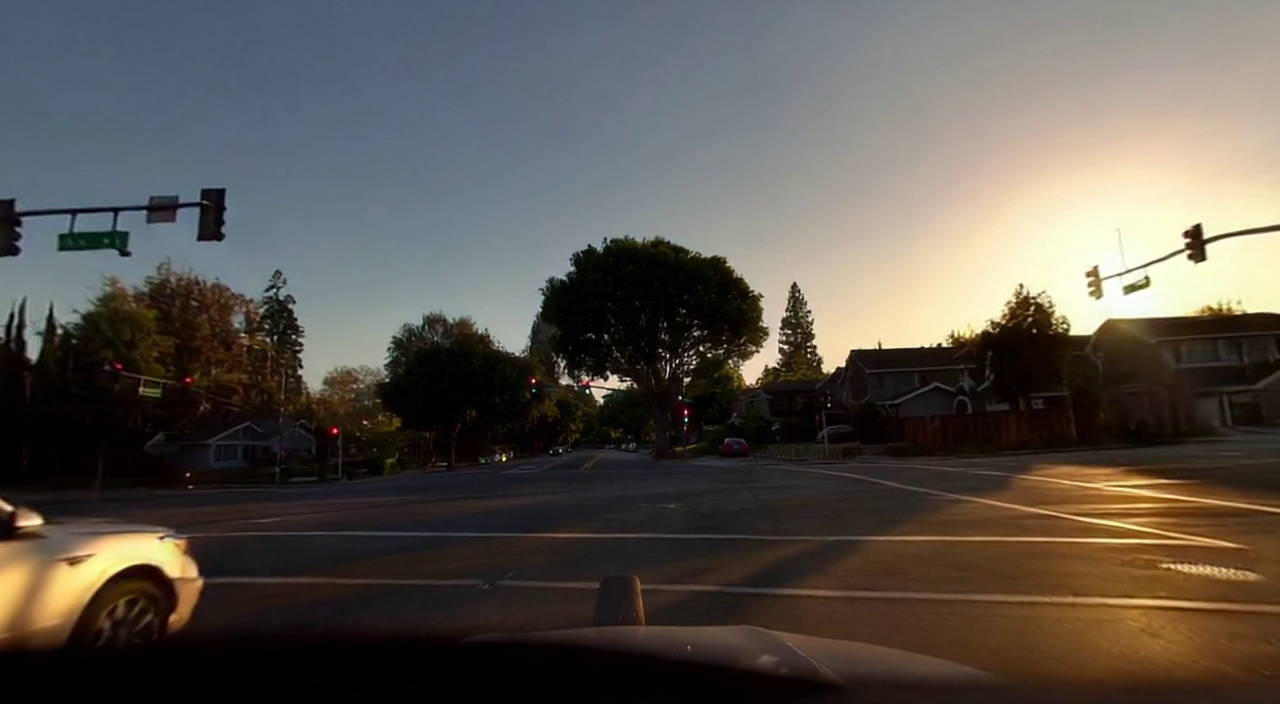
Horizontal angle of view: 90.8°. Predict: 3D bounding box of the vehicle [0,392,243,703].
[{"bbox_3d":[-3.657,0.901,2.395,1.777,1.537,3.831,0,-9,0],"label":"vehicle"}]
